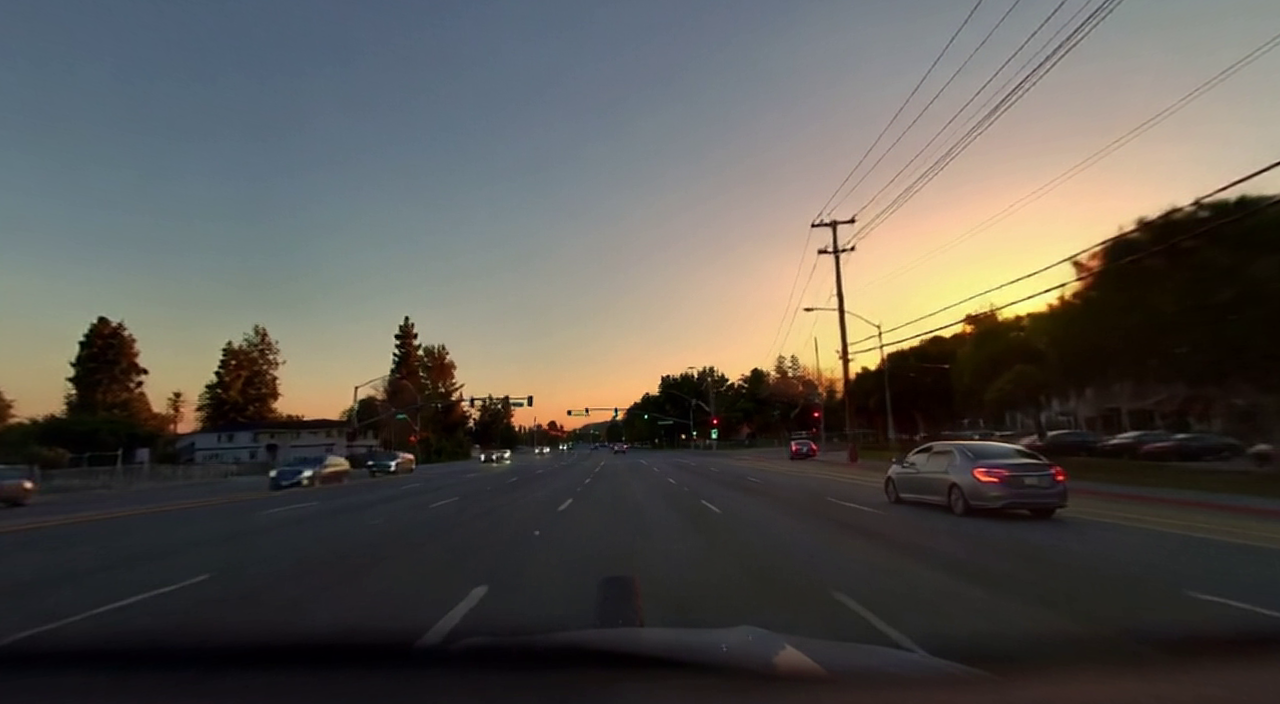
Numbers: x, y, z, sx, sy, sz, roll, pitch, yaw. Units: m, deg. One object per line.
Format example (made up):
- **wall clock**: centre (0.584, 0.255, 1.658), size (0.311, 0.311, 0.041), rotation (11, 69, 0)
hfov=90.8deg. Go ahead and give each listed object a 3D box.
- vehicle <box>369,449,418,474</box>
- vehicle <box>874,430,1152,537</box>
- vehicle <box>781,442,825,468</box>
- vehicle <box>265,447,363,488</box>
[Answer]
- **vehicle**: centre (-18.675, 8.302, 48.060), size (1.982, 1.728, 4.552), rotation (0, -9, -2)
- **vehicle**: centre (6.276, 2.246, 11.513), size (2.113, 1.520, 4.650), rotation (0, -9, -2)
- **vehicle**: centre (10.754, 6.831, 42.010), size (1.979, 1.581, 4.271), rotation (-1, -9, 3)
- **vehicle**: centre (-14.333, 5.064, 28.118), size (2.060, 1.681, 4.418), rotation (0, -9, -1)
